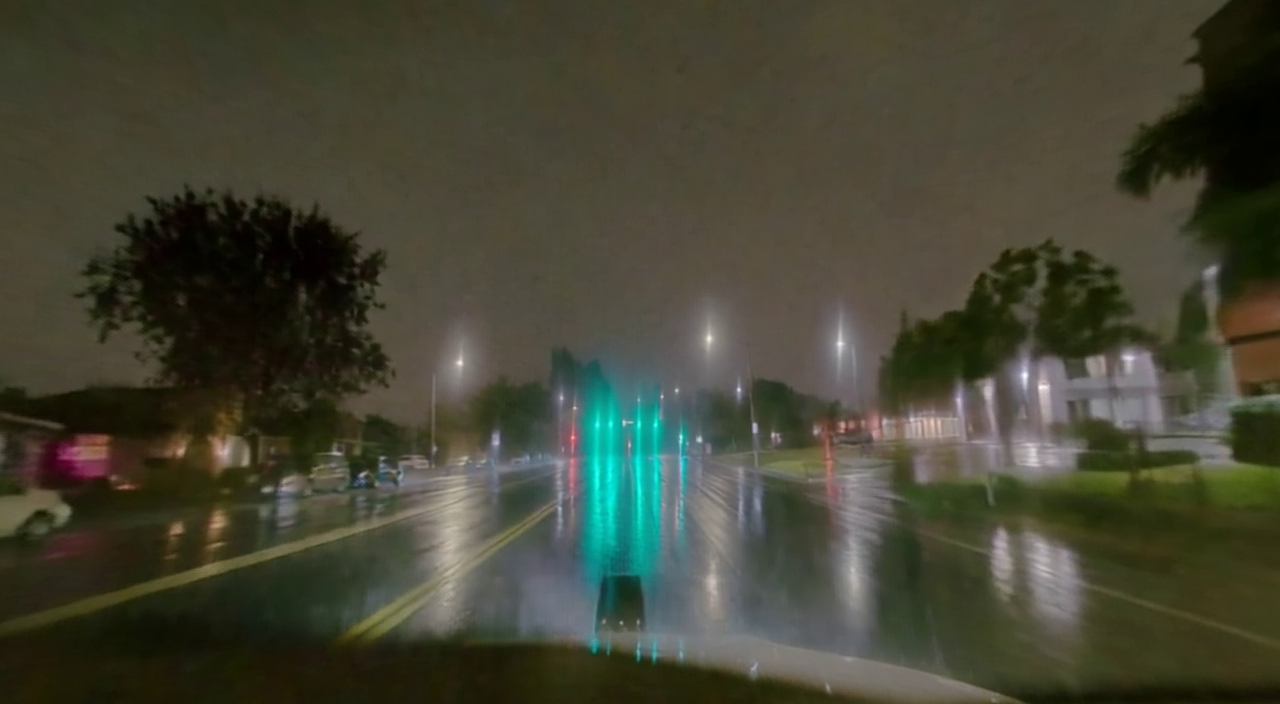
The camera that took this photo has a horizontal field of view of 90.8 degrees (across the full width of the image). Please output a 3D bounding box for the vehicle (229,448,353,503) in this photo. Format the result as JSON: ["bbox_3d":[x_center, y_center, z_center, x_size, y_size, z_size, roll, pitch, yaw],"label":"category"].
[{"bbox_3d":[-12.879,4.537,23.788,1.882,1.775,4.904,0,-8,0],"label":"vehicle"}]

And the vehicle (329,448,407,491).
[{"bbox_3d":[-12.608,5.431,29.554,1.882,1.727,3.945,-3,-8,1],"label":"vehicle"}]

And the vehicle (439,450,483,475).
[{"bbox_3d":[-12.611,7.788,44.708,1.828,1.510,4.149,-4,-8,0],"label":"vehicle"}]
